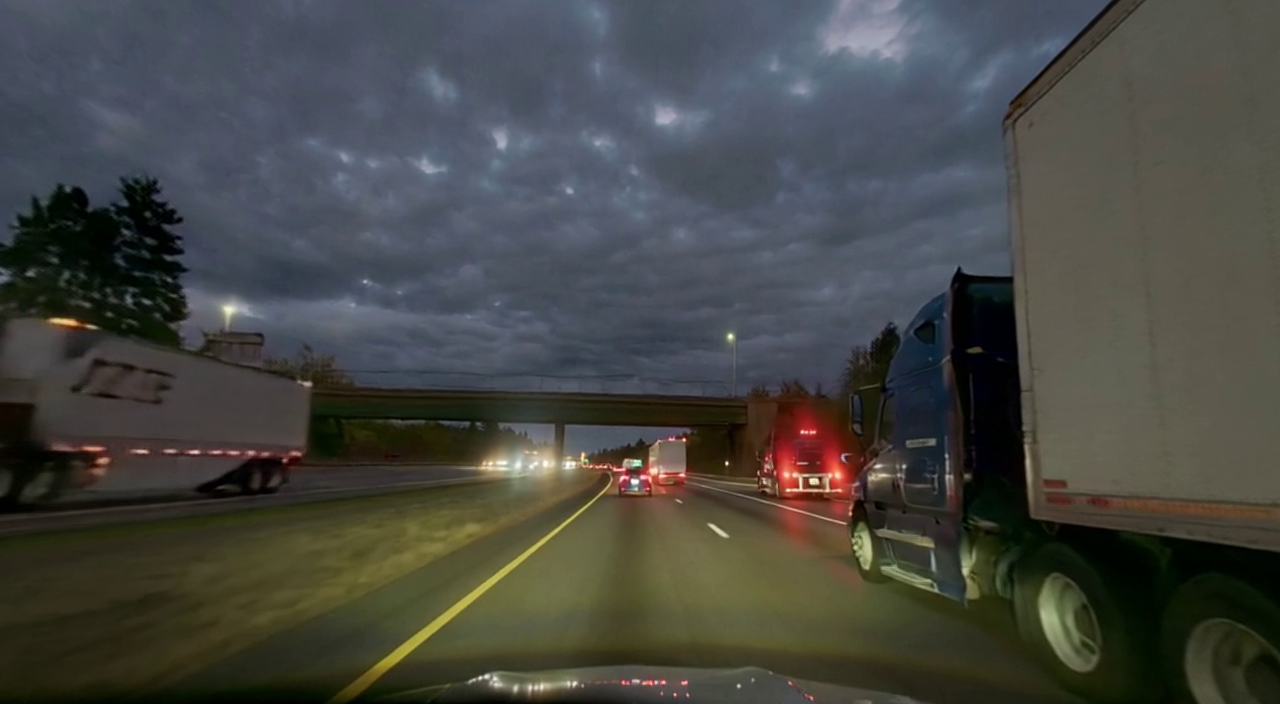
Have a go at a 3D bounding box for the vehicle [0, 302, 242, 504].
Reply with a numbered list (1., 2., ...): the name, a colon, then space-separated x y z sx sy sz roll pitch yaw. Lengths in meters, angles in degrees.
1. vehicle: -12.940 1.263 13.215 2.965 3.557 9.170 1 -11 1

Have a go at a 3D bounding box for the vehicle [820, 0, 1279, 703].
1. vehicle: 3.742 -0.472 0.584 2.831 4.150 14.519 1 -10 0

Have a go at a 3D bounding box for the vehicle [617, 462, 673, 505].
1. vehicle: 0.163 5.181 25.066 2.067 1.552 3.601 1 -11 0

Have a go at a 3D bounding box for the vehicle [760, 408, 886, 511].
1. vehicle: 7.456 4.664 27.156 2.839 3.684 8.091 1 -11 -1
